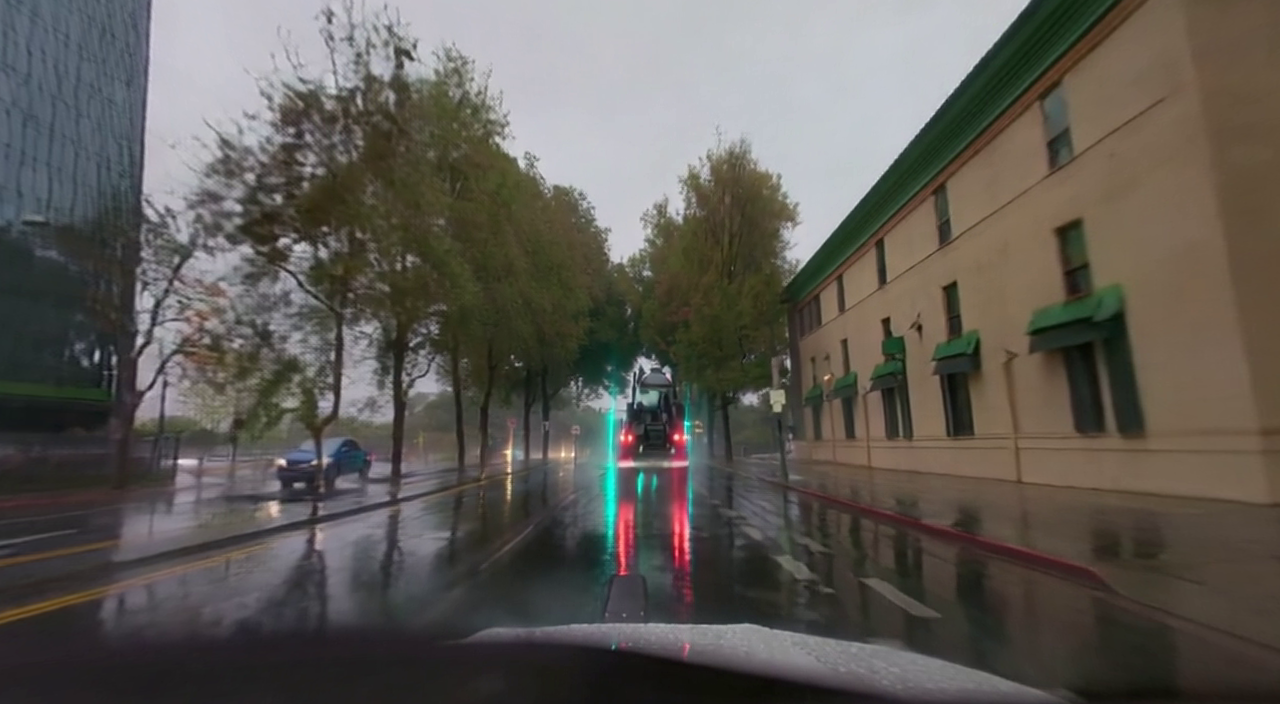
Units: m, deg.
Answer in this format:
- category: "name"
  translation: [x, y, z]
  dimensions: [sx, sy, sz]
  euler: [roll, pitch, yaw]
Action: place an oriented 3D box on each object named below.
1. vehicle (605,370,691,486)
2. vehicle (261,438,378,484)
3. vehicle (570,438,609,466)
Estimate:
- category: "vehicle"
  translation: [0.210, 3.086, 24.462]
  dimensions: [2.552, 3.461, 11.044]
  euler: [-1, -8, 0]
- category: "vehicle"
  translation: [-14.969, 5.127, 30.037]
  dimensions: [2.225, 1.946, 6.187]
  euler: [0, -9, 1]
- category: "vehicle"
  translation: [-3.157, 6.347, 40.088]
  dimensions: [2.081, 1.688, 4.235]
  euler: [0, -9, 0]
